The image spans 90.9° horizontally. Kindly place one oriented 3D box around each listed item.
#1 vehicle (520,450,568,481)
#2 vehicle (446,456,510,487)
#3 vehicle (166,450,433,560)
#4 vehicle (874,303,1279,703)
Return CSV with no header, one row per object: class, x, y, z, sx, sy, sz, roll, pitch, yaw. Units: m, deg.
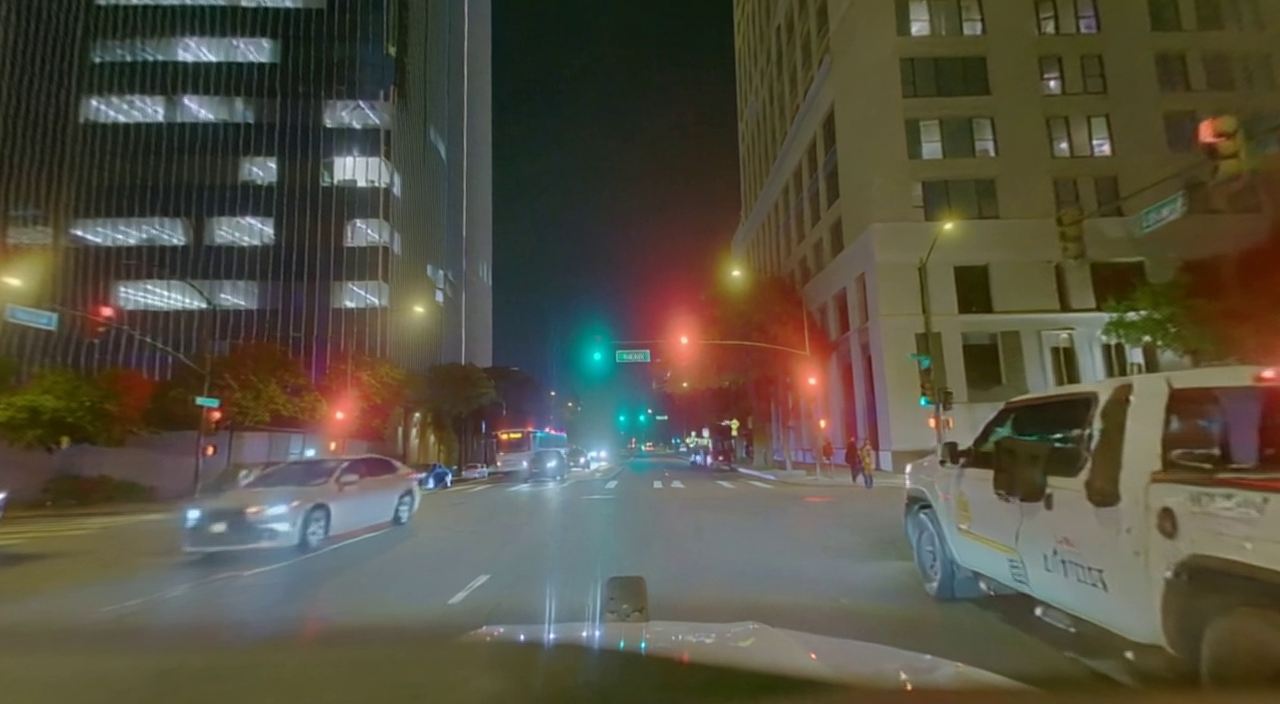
vehicle,-5.437,6.501,36.343,1.997,1.610,4.144,0,-8,2
vehicle,-9.103,6.732,35.818,2.003,1.489,4.656,-1,-8,6
vehicle,-5.582,2.524,11.313,1.956,1.457,4.958,0,-8,1
vehicle,3.317,0.931,3.345,2.118,1.848,5.426,0,-8,1
